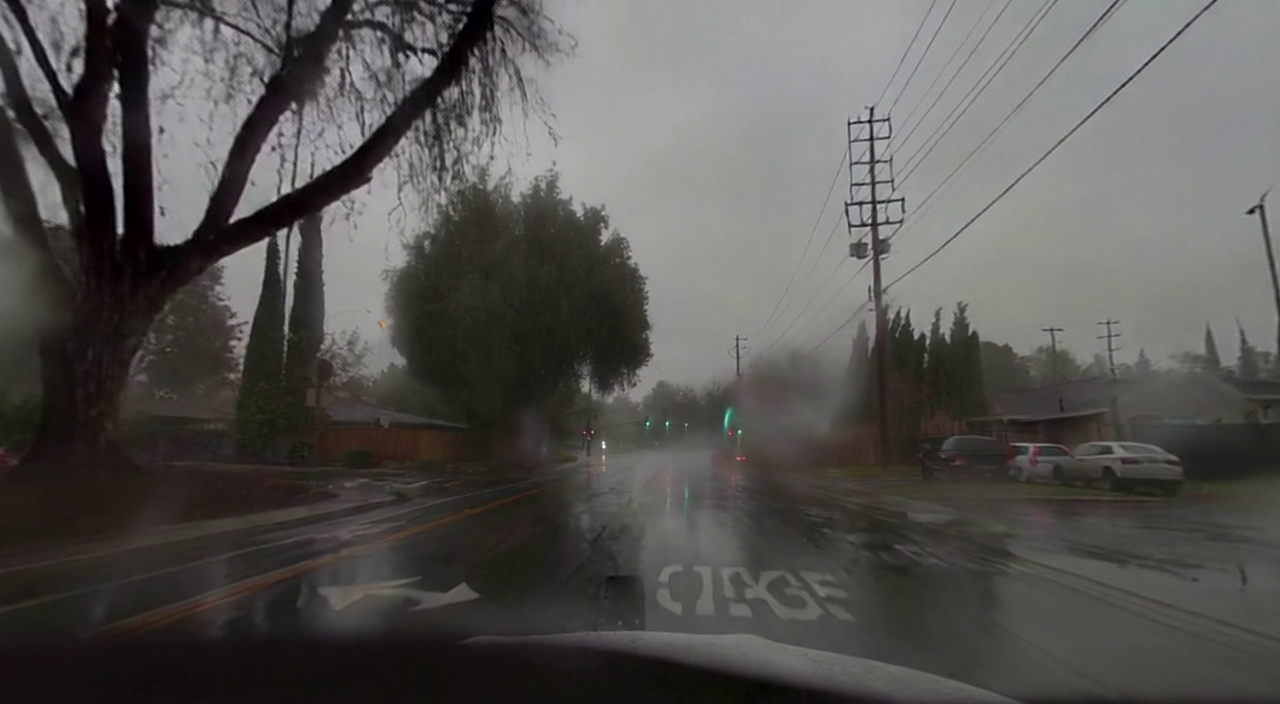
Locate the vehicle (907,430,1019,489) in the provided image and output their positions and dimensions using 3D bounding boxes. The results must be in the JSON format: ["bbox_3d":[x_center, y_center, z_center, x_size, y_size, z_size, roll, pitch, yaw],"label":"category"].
[{"bbox_3d":[11.909,3.991,23.637,1.912,1.953,4.651,0,-9,3],"label":"vehicle"}]

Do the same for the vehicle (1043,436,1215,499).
[{"bbox_3d":[15.006,3.534,19.741,1.935,1.683,4.669,0,-9,5],"label":"vehicle"}]
